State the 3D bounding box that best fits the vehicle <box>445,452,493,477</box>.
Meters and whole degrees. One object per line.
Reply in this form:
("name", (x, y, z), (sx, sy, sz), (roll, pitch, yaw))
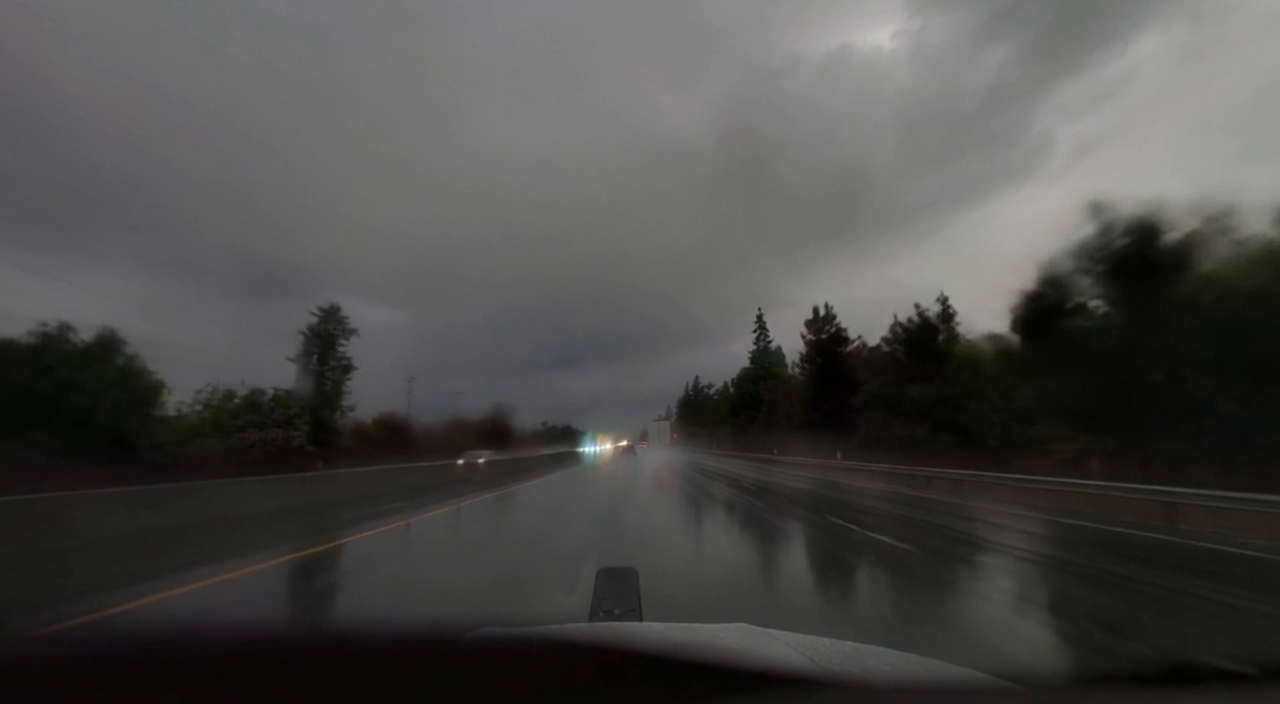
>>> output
("vehicle", (-11.494, 7.567, 42.376), (1.955, 1.524, 4.390), (0, -9, 1))
